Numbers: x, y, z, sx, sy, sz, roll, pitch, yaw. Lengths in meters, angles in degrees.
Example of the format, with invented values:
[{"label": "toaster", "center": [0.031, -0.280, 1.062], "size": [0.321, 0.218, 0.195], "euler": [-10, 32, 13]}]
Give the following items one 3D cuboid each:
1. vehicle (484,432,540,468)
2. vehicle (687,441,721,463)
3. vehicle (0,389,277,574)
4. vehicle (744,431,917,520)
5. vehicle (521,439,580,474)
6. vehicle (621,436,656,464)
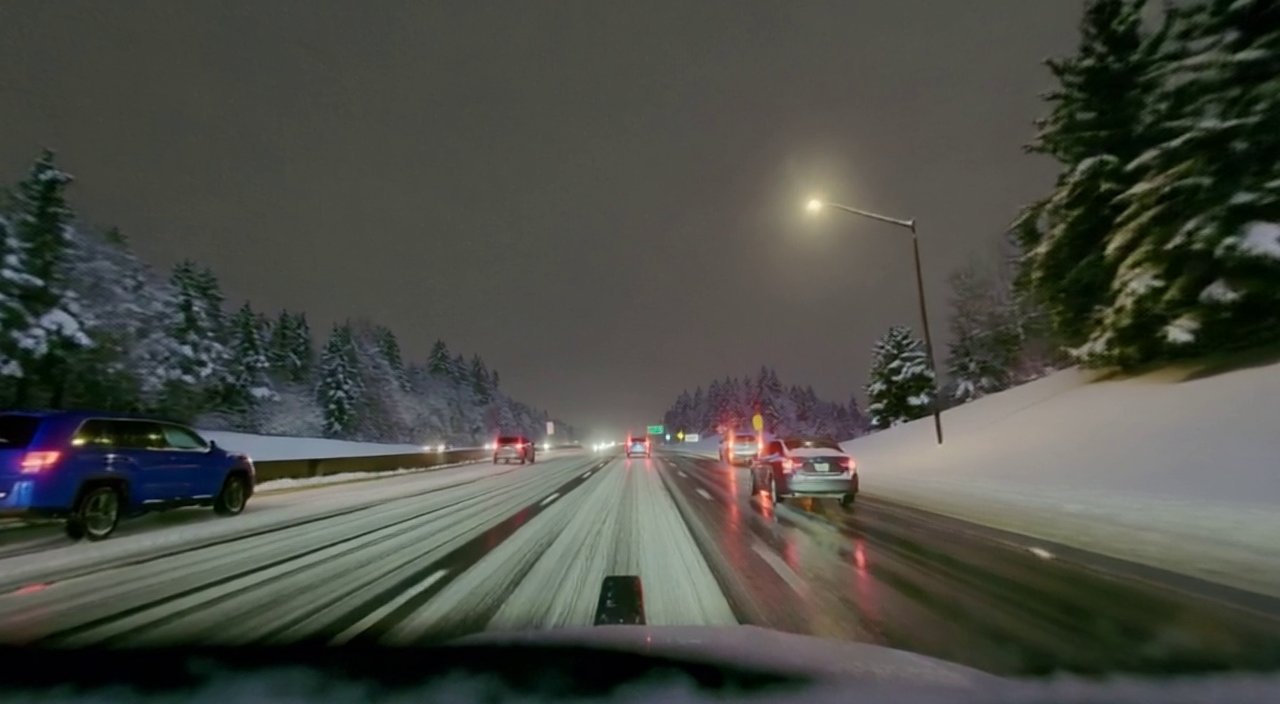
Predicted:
[{"label": "vehicle", "center": [-7.010, 5.429, 34.937], "size": [2.111, 1.811, 4.391], "euler": [0, -9, 1]}, {"label": "vehicle", "center": [4.477, 7.074, 44.666], "size": [1.944, 1.465, 4.245], "euler": [0, -9, 0]}, {"label": "vehicle", "center": [-7.436, 1.652, 8.691], "size": [2.142, 1.849, 4.566], "euler": [0, -9, -1]}, {"label": "vehicle", "center": [3.647, 2.468, 13.103], "size": [2.141, 1.507, 4.510], "euler": [0, -9, 0]}, {"label": "vehicle", "center": [-4.009, 4.747, 28.852], "size": [2.071, 1.478, 4.130], "euler": [0, -9, 1]}, {"label": "vehicle", "center": [-0.098, 6.436, 41.469], "size": [2.158, 1.706, 4.219], "euler": [0, -9, 0]}]
